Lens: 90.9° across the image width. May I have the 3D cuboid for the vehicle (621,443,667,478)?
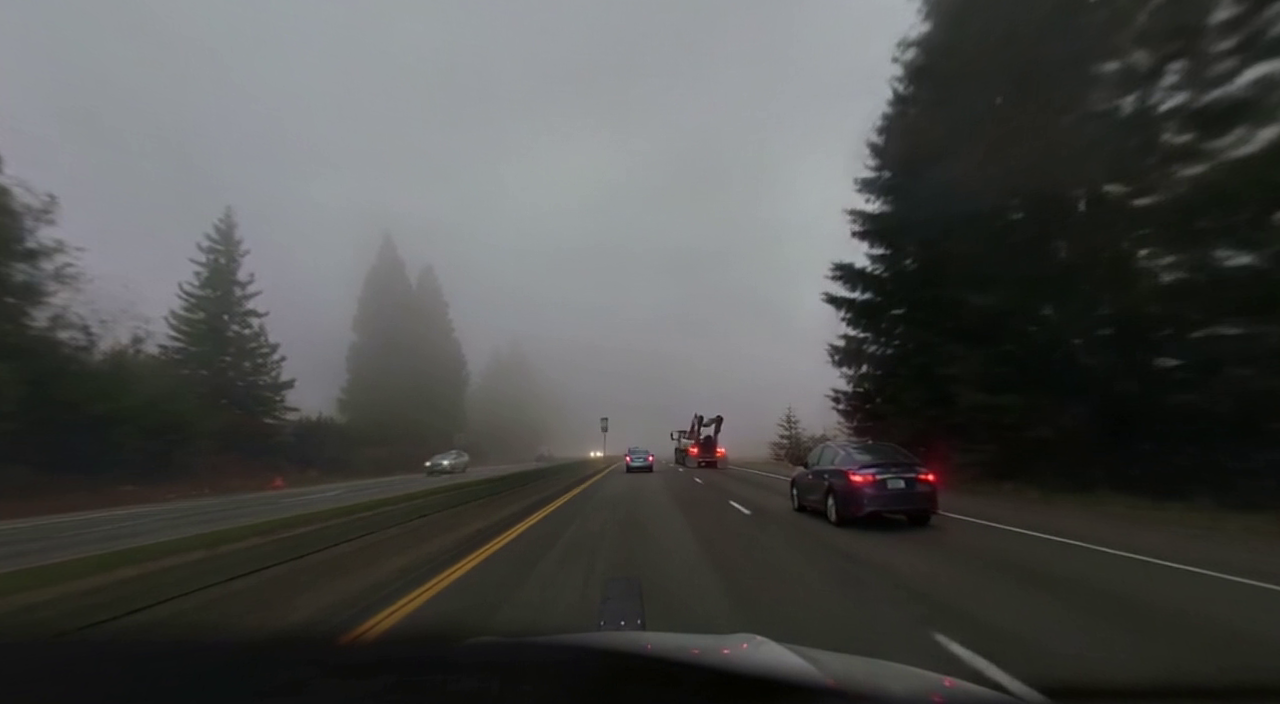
[{"bbox_3d":[0.152,5.165,30.282,2.045,1.527,4.023,0,-9,-1],"label":"vehicle"}]

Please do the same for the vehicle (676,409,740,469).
[{"bbox_3d":[4.247,5.783,41.483,3.089,3.568,8.101,0,-9,-1],"label":"vehicle"}]

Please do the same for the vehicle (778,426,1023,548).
[{"bbox_3d":[3.748,2.024,10.022,2.168,1.529,3.883,0,-9,-1],"label":"vehicle"}]
